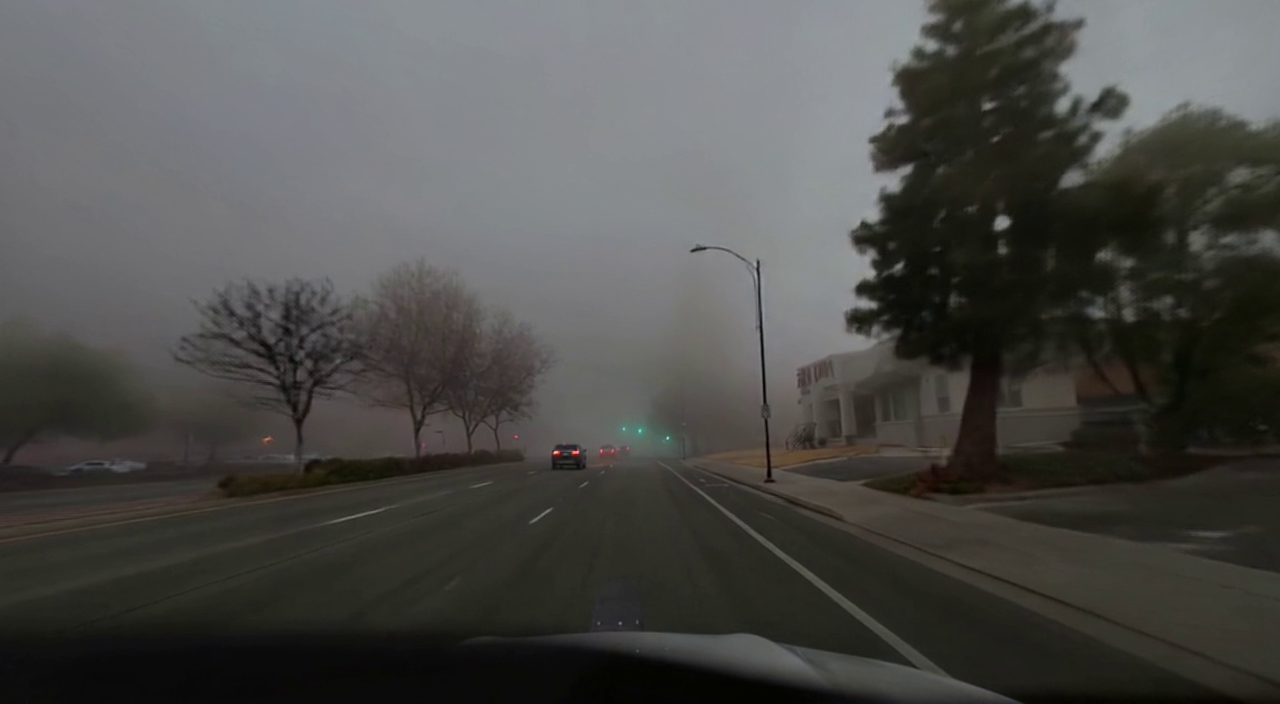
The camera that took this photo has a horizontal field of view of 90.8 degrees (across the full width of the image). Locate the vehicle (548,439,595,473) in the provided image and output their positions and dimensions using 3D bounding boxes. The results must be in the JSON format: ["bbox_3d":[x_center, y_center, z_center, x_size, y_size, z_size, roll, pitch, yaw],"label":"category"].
[{"bbox_3d":[-3.621,5.585,34.130,1.959,1.741,4.141,0,-8,1],"label":"vehicle"}]

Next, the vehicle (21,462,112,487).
[{"bbox_3d":[-36.880,7.863,40.682,3.950,1.513,1.797,0,-9,-5],"label":"vehicle"}]

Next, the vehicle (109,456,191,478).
[{"bbox_3d":[-37.089,8.698,47.878,4.463,1.545,2.076,-1,-9,2],"label":"vehicle"}]
